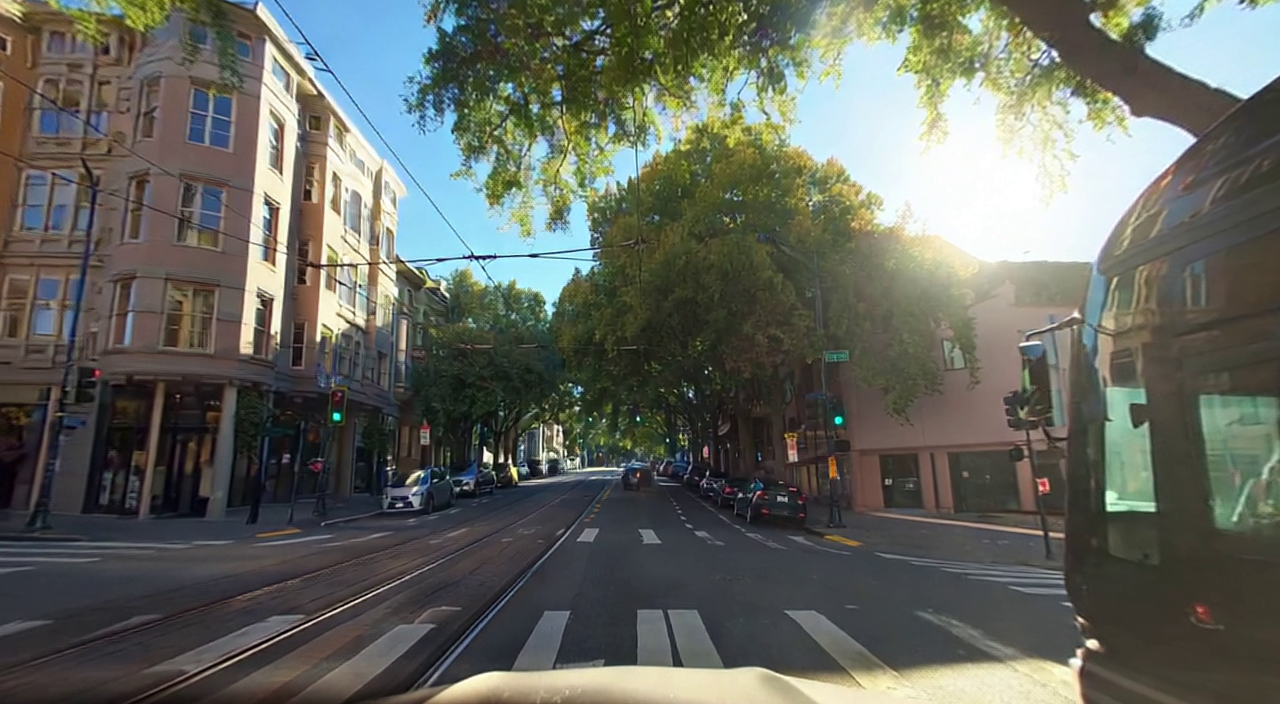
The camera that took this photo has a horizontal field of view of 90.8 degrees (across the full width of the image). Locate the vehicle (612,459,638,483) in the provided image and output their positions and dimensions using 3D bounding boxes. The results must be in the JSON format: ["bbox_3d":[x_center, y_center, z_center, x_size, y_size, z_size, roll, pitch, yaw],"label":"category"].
[{"bbox_3d":[-1.113,9.014,48.034,1.966,1.600,3.494,0,-8,0],"label":"vehicle"}]

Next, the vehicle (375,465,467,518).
[{"bbox_3d":[-7.432,4.853,21.878,1.779,1.588,3.953,2,-13,-2],"label":"vehicle"}]

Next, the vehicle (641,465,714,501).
[{"bbox_3d":[1.816,6.519,31.719,1.984,1.571,3.404,6,-10,-33],"label":"vehicle"}]

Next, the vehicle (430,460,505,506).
[{"bbox_3d":[-7.415,5.657,27.651,1.861,1.751,4.550,1,-9,2],"label":"vehicle"}]

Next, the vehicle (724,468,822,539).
[{"bbox_3d":[3.843,4.450,19.093,1.929,1.723,4.134,0,-8,-2],"label":"vehicle"}]
